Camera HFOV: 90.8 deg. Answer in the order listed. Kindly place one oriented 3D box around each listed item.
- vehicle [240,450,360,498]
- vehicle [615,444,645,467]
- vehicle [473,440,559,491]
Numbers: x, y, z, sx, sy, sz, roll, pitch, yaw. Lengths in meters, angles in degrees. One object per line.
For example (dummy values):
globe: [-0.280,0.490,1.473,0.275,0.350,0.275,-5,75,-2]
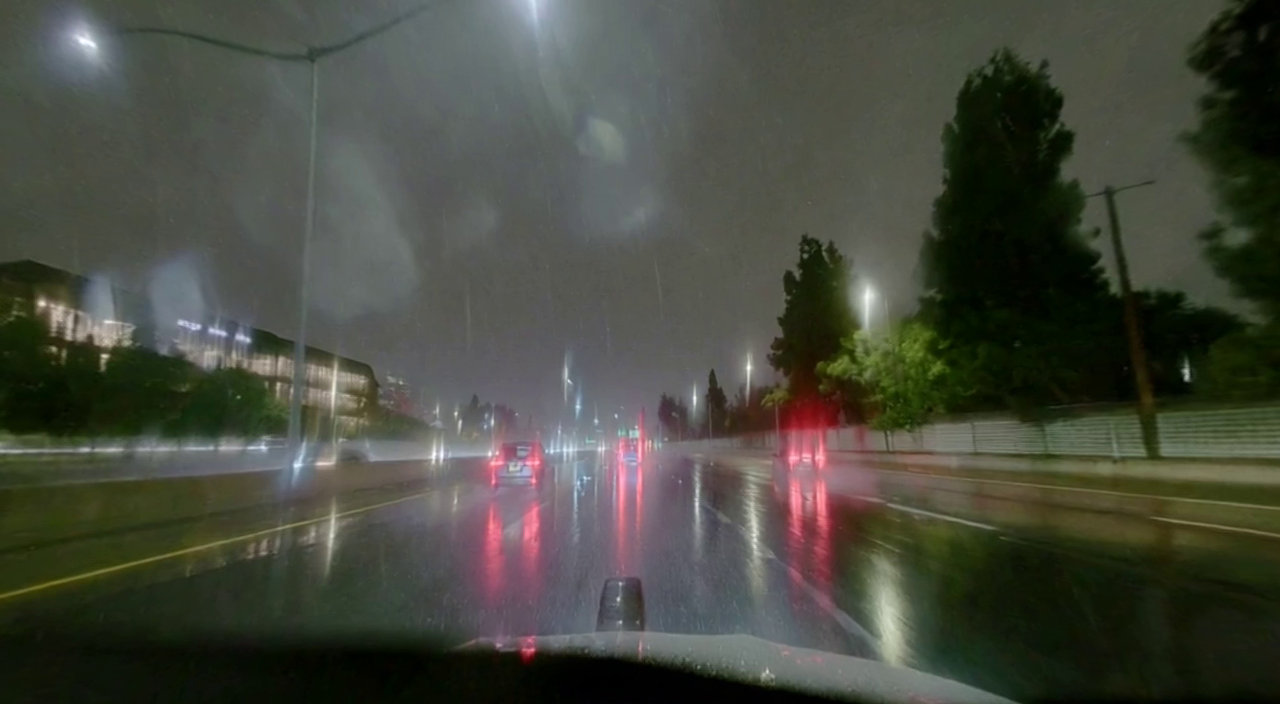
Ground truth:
vehicle: [-13.945,4.975,26.257,2.404,1.723,4.354,0,-8,2]
vehicle: [-0.708,7.178,43.898,1.997,1.485,4.094,0,-9,-1]
vehicle: [-3.908,3.666,20.782,1.886,1.465,4.625,0,-9,0]
